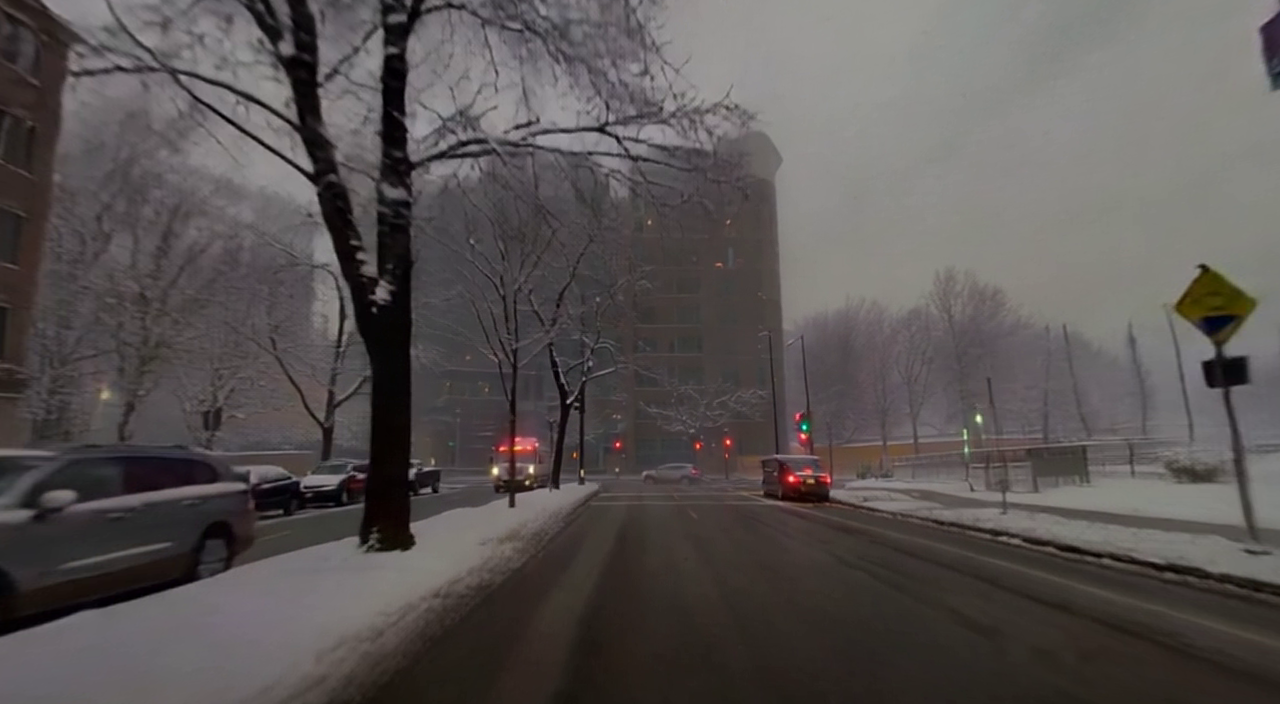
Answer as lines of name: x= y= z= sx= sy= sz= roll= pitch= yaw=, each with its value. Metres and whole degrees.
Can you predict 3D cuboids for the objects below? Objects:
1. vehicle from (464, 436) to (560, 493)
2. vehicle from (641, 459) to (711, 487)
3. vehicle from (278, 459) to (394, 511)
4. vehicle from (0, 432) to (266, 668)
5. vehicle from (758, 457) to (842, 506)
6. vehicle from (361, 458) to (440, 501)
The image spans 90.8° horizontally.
vehicle: x=-7.195 y=6.404 z=36.506 sx=2.591 sy=2.910 sz=6.652 roll=-2 pitch=-9 yaw=16
vehicle: x=2.603 y=8.828 z=46.053 sx=4.742 sy=1.906 sz=1.933 roll=2 pitch=-9 yaw=-9
vehicle: x=-11.060 y=4.845 z=23.428 sx=1.968 sy=1.608 sz=4.609 roll=0 pitch=-8 yaw=1
vehicle: x=-5.125 y=1.409 z=4.905 sx=1.914 sy=1.530 sz=3.980 roll=0 pitch=-8 yaw=1
vehicle: x=5.810 y=4.753 z=23.588 sx=1.888 sy=1.536 sz=4.381 roll=0 pitch=-8 yaw=-2
vehicle: x=-10.982 y=5.853 z=29.309 sx=1.908 sy=1.721 sz=4.285 roll=0 pitch=-8 yaw=1
